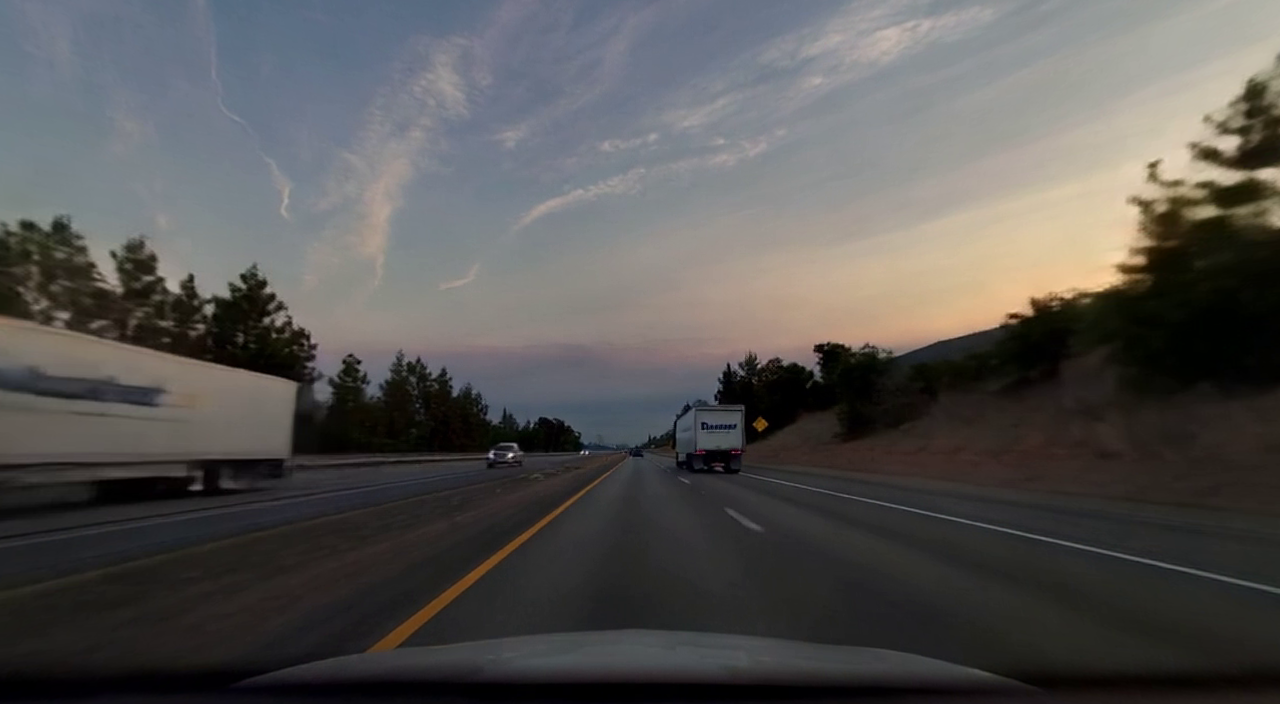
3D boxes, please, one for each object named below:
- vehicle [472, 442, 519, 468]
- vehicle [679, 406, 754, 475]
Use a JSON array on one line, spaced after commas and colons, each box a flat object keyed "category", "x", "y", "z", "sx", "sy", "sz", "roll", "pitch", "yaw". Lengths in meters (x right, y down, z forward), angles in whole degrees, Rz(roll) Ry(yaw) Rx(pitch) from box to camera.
[{"category": "vehicle", "x": -9.022, "y": 6.462, "z": 39.696, "sx": 1.935, "sy": 1.558, "sz": 4.214, "roll": 0, "pitch": -9, "yaw": 0}, {"category": "vehicle", "x": 4.132, "y": 5.258, "z": 36.927, "sx": 2.876, "sy": 3.419, "sz": 11.591, "roll": 0, "pitch": -9, "yaw": 0}]
